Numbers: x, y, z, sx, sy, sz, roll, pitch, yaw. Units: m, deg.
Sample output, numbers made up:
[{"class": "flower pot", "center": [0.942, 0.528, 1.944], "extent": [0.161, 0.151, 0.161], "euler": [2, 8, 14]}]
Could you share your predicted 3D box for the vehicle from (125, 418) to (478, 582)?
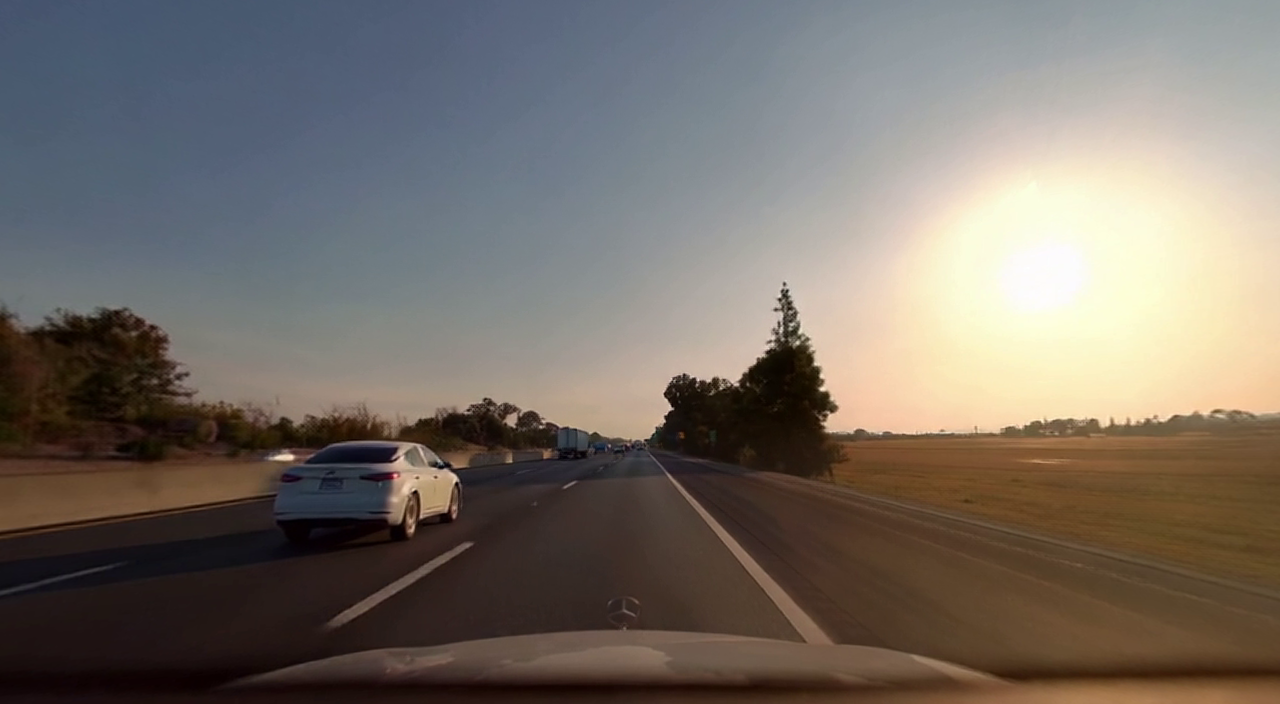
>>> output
[{"class": "vehicle", "center": [-3.880, 1.788, 8.500], "extent": [2.028, 1.553, 4.820], "euler": [0, -9, 1]}]
